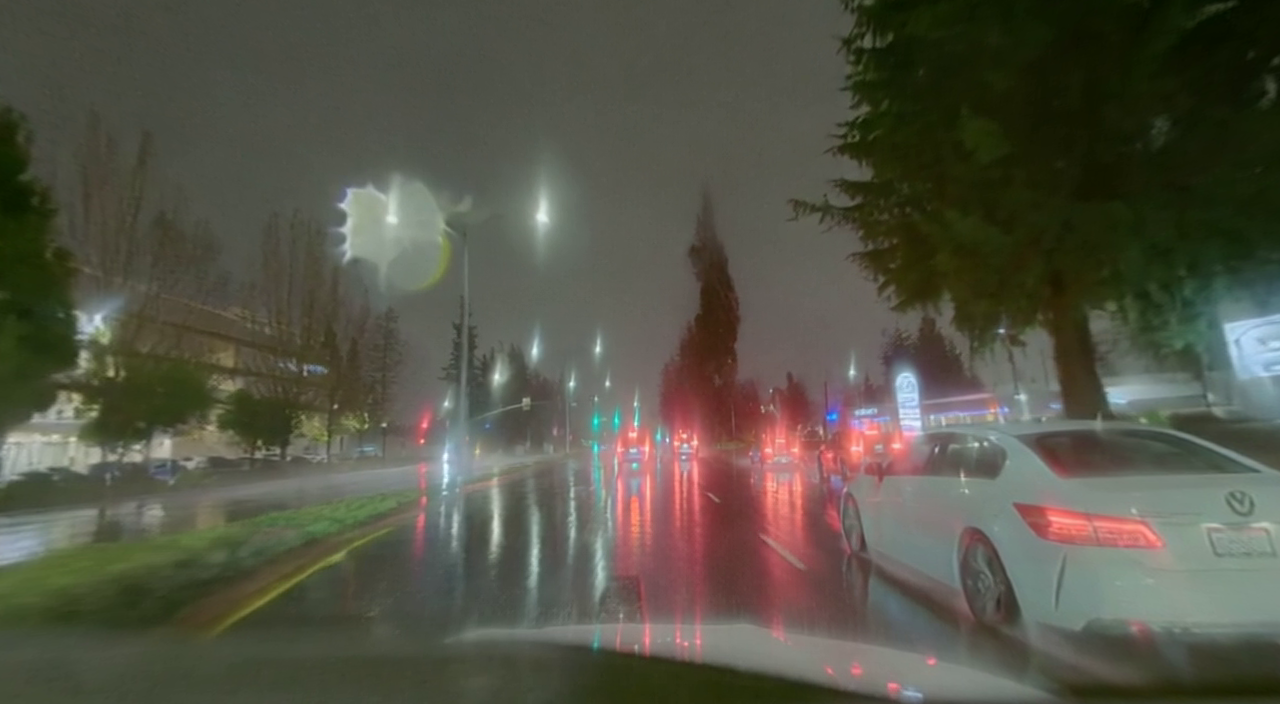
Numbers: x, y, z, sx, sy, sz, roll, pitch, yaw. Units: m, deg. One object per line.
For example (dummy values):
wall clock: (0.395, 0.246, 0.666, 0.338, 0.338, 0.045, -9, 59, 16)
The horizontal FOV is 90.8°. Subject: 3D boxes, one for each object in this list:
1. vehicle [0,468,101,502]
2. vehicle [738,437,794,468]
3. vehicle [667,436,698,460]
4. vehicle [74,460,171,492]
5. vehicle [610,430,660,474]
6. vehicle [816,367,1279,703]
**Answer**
vehicle: (-29.979, 6.564, 31.246, 4.689, 1.535, 2.042, 0, -8, -1)
vehicle: (6.337, 5.132, 32.264, 1.883, 1.452, 4.258, 0, -8, -1)
vehicle: (3.172, 7.335, 48.266, 2.000, 1.745, 4.206, 0, -8, -1)
vehicle: (-30.294, 7.259, 37.057, 4.058, 1.535, 1.826, -2, -8, -2)
vehicle: (-0.222, 4.538, 28.789, 2.106, 1.798, 4.168, 0, -8, 0)
vehicle: (3.238, 1.226, 5.369, 2.153, 1.658, 4.485, 0, -8, 0)
